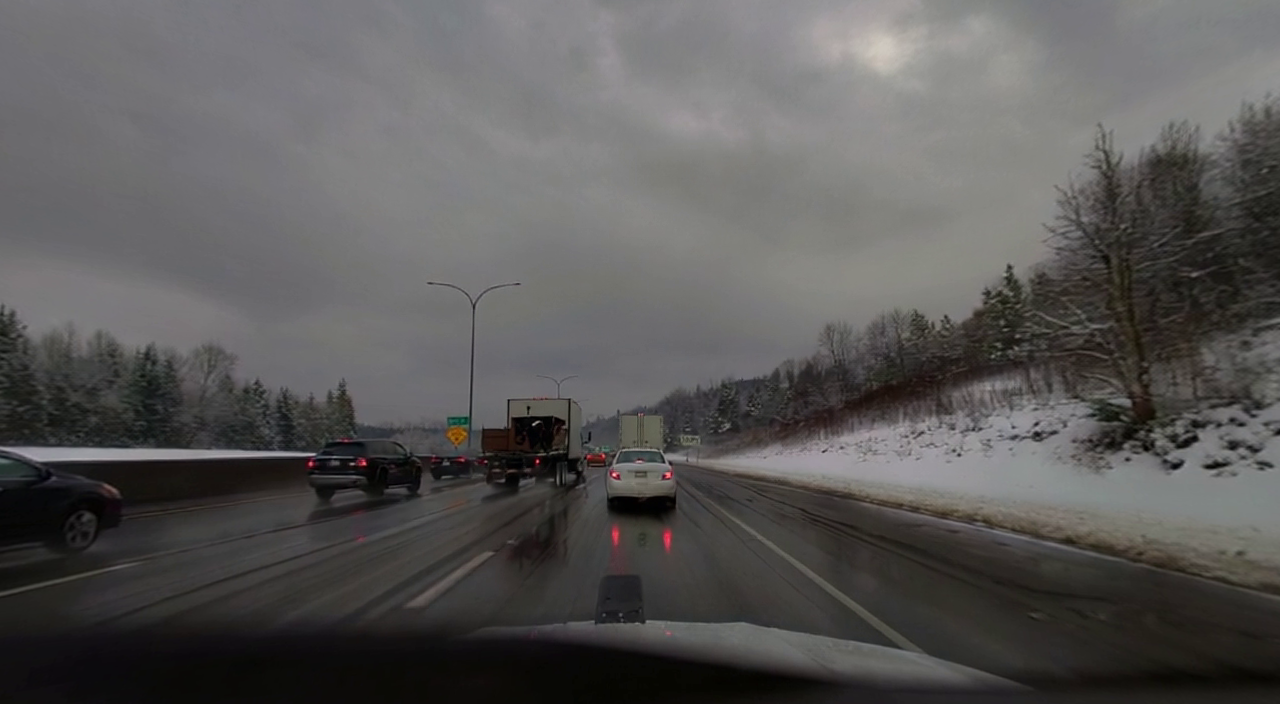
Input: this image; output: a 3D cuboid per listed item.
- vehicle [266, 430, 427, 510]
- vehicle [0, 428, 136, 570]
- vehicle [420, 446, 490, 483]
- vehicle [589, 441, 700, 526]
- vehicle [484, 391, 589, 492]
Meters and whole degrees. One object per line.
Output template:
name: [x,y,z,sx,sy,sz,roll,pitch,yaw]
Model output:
vehicle: [-7.273,2.968,16.241,1.952,1.746,4.332,-1,-9,1]
vehicle: [-7.869,1.508,6.252,1.879,1.521,4.623,-1,-9,1]
vehicle: [-8.031,4.897,27.733,1.880,1.512,3.758,-1,-9,1]
vehicle: [0.062,2.628,13.073,1.995,1.495,3.380,0,-9,0]
vehicle: [-3.747,3.533,24.769,2.812,3.342,7.248,0,-9,1]
